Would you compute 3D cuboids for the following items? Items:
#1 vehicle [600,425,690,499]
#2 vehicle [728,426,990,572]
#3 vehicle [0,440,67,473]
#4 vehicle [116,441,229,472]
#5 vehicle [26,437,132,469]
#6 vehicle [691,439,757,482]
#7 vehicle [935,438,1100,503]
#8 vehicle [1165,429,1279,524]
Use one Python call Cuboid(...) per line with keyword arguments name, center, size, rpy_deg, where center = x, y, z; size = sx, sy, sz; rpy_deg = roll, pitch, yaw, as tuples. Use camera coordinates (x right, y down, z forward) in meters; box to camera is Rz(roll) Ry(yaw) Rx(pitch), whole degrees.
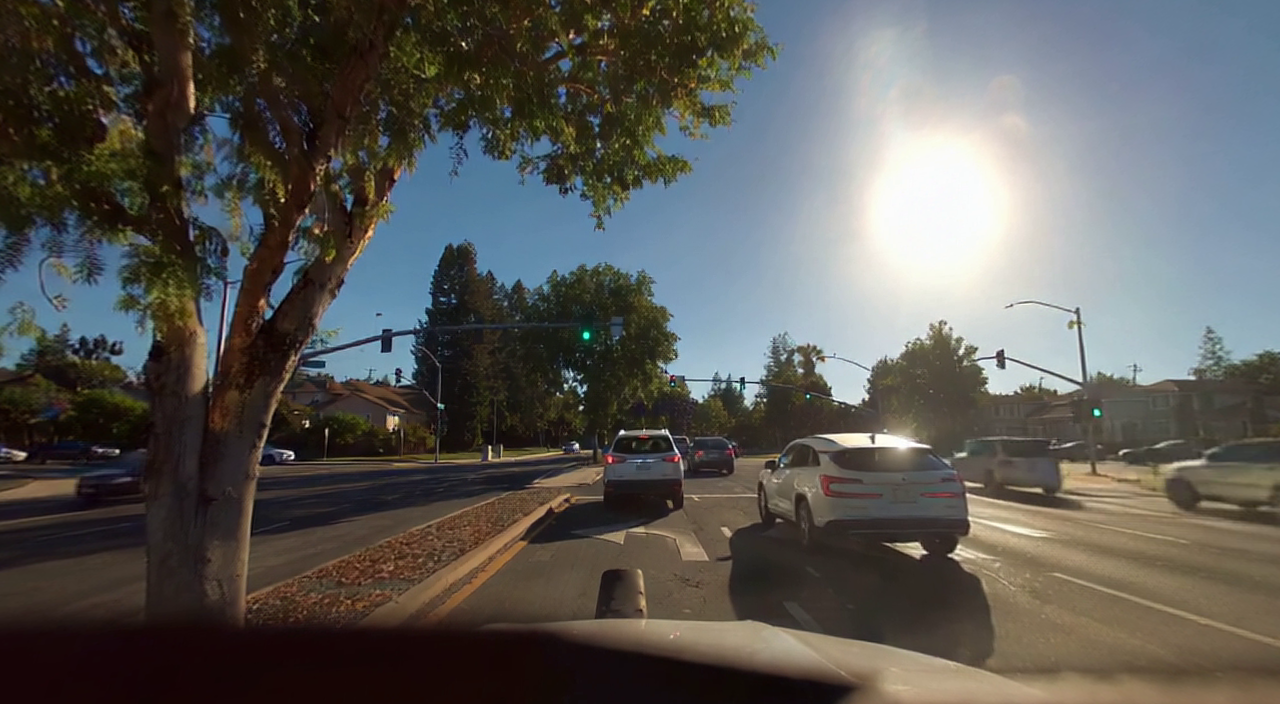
Cuboid(name="vehicle", center=(0.068, 2.889, 16.873), size=(2.099, 1.705, 4.020), rpy_deg=(0, -8, -1))
Cuboid(name="vehicle", center=(2.577, 1.848, 8.780), size=(2.009, 1.480, 4.423), rpy_deg=(0, -8, -1))
Cuboid(name="vehicle", center=(-35.031, 5.779, 34.941), size=(4.465, 1.693, 1.959), rpy_deg=(2, -9, -1))
Cuboid(name="vehicle", center=(-26.350, 5.887, 35.635), size=(4.724, 1.630, 1.968), rpy_deg=(0, -8, -3))
Cuboid(name="vehicle", center=(-36.873, 6.626, 41.531), size=(4.771, 1.778, 2.032), rpy_deg=(3, -8, -3))
Cuboid(name="vehicle", center=(3.026, 3.991, 23.481), size=(1.795, 1.457, 3.979), rpy_deg=(0, -8, -2))
Cuboid(name="vehicle", center=(9.929, 3.115, 17.050), size=(1.824, 1.511, 4.185), rpy_deg=(0, -8, 0))
Cuboid(name="vehicle", center=(12.701, 2.279, 11.566), size=(2.085, 1.726, 4.668), rpy_deg=(0, -8, 1))
